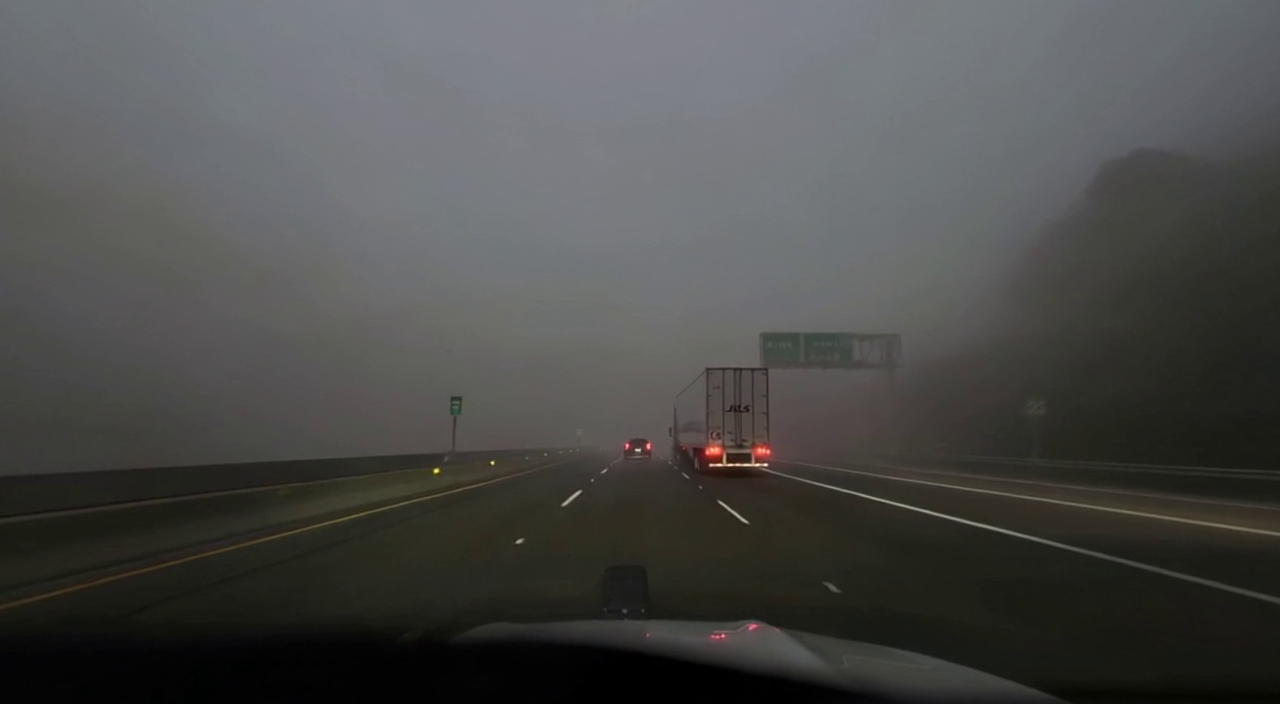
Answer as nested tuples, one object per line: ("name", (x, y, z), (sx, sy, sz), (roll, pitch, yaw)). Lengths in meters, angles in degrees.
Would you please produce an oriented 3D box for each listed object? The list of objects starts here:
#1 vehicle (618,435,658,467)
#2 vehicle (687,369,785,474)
("vehicle", (-0.106, 5.436, 34.844), (2.050, 1.654, 4.192), (0, -8, 0))
("vehicle", (4.089, 3.415, 29.683), (3.014, 4.068, 10.359), (0, -8, 0))
